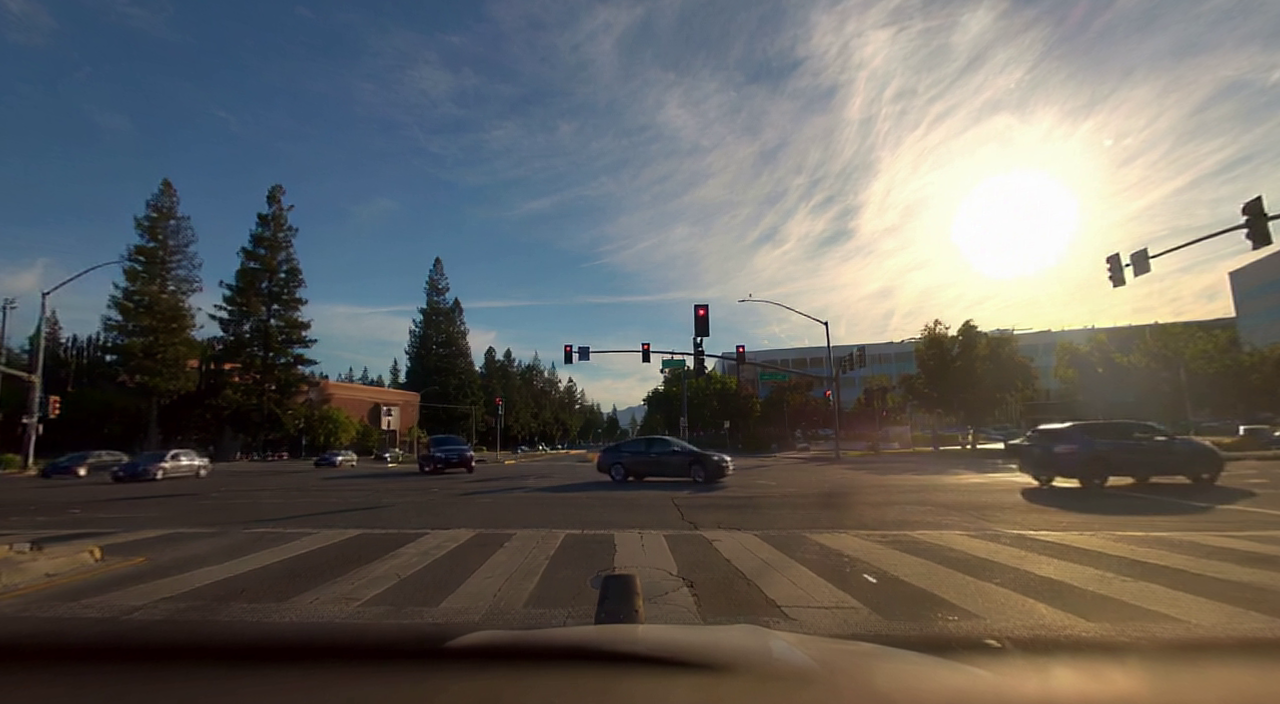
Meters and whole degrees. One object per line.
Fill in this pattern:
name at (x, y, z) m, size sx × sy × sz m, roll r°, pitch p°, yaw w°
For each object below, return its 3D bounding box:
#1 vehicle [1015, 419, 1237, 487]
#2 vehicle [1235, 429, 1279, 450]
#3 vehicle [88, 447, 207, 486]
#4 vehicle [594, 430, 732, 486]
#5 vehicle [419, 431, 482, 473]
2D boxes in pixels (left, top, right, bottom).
vehicle at (14.302, 3.001, 18.888) m, size 4.767 × 1.877 × 2.017 m, roll -1°, pitch -9°, yaw 5°
vehicle at (45.673, 6.282, 45.248) m, size 1.786 × 1.412 × 4.330 m, roll 0°, pitch -9°, yaw 0°
vehicle at (-22.957, 5.302, 29.723) m, size 1.938 × 1.676 × 4.483 m, roll 0°, pitch -9°, yaw 0°
vehicle at (0.746, 3.515, 21.152) m, size 4.180 × 1.678 × 1.982 m, roll -5°, pitch -10°, yaw 29°
vehicle at (-9.898, 5.133, 32.659) m, size 2.223 × 1.972 × 5.310 m, roll 4°, pitch -9°, yaw -25°
